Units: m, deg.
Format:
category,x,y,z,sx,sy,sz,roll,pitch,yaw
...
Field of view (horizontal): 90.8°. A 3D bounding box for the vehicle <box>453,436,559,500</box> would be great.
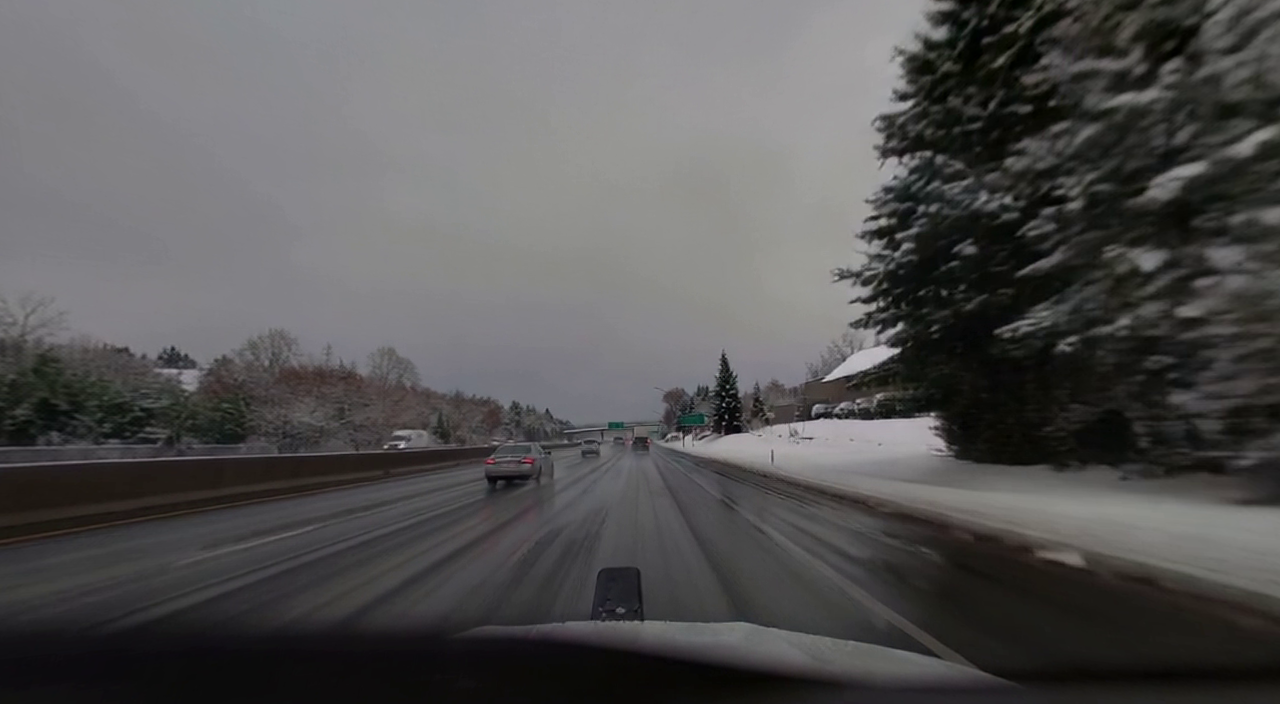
category,x,y,z,sx,sy,sz,roll,pitch,yaw
vehicle,-3.373,3.009,16.780,1.920,1.463,4.134,0,-9,0
